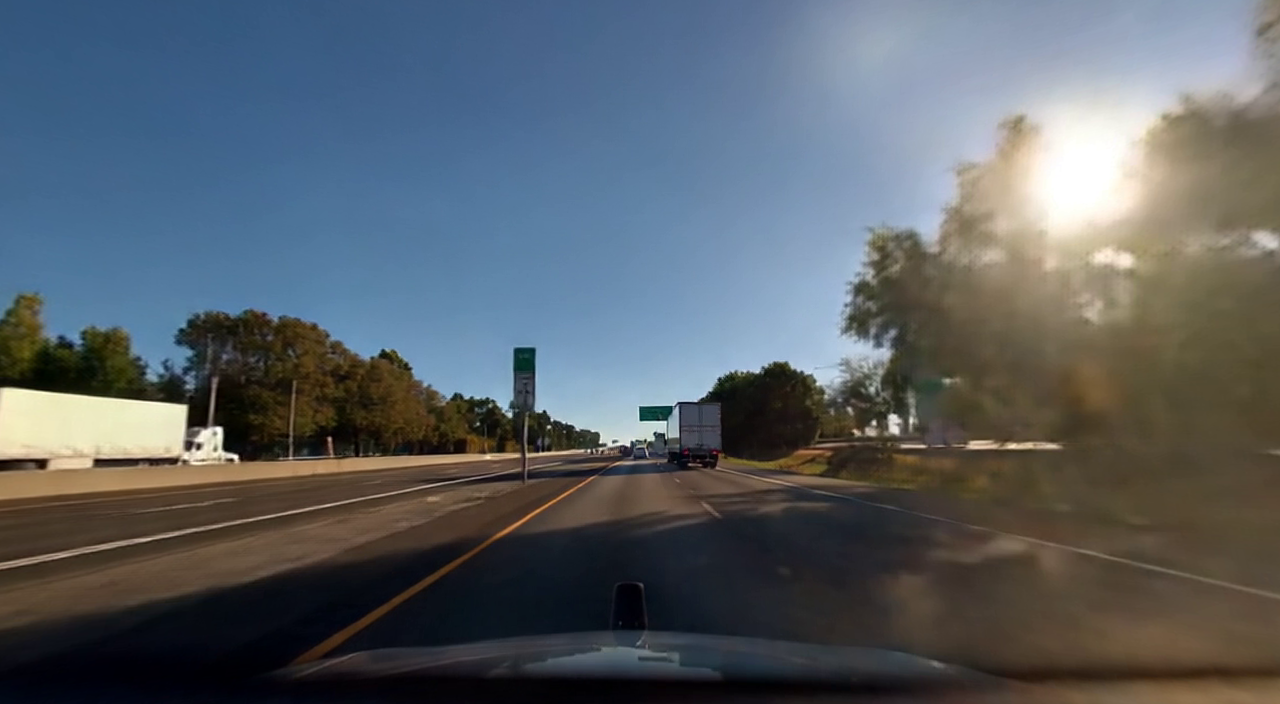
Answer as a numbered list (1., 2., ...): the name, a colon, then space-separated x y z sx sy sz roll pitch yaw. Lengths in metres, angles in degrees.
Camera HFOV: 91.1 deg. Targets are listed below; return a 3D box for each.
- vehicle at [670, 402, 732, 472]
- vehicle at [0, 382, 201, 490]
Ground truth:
1. vehicle: 3.940 6.021 43.875 3.185 4.154 12.638 0 -9 0
2. vehicle: -26.300 3.868 28.351 2.937 4.143 13.793 1 -9 0
